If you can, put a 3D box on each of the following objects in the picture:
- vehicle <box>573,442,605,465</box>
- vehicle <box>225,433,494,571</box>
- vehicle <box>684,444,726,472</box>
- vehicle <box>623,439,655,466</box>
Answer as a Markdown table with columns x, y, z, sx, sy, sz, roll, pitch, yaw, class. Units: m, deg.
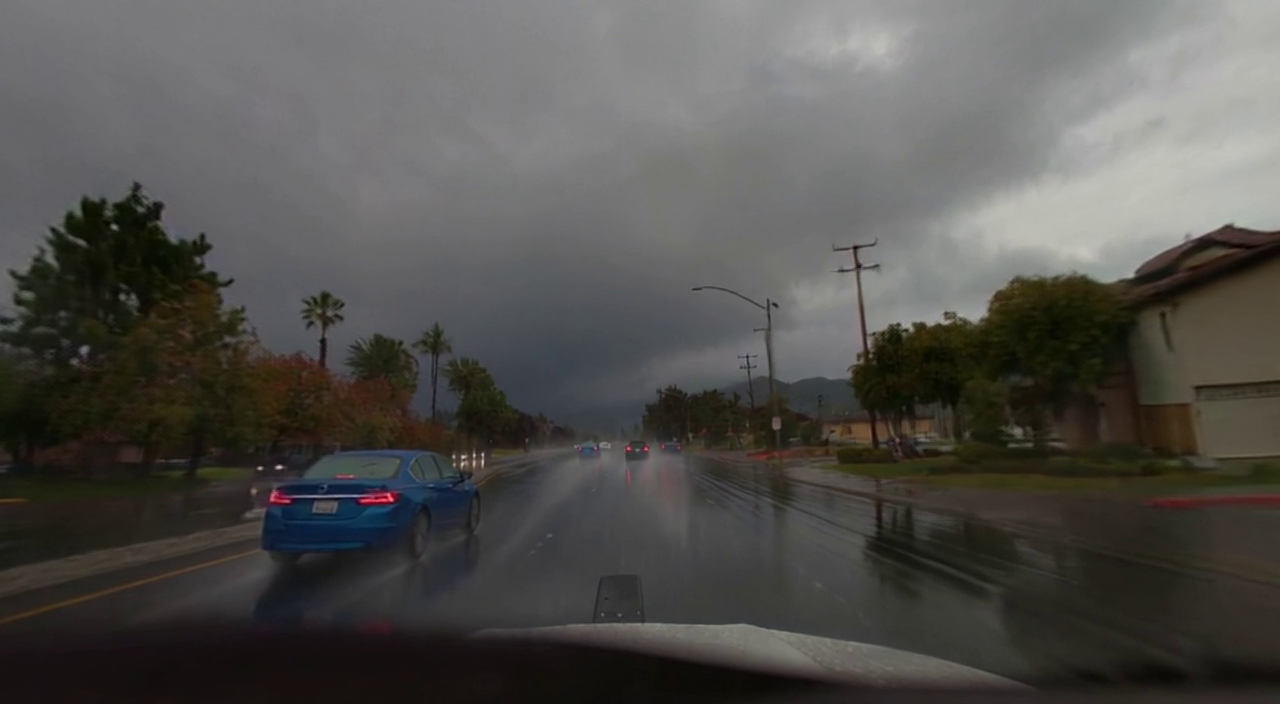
| x | y | z | sx | sy | sz | roll | pitch | yaw | class |
| --- | --- | --- | --- | --- | --- | --- | --- | --- | --- |
| -3.563 | 7.150 | 44.599 | 2.000 | 1.569 | 3.794 | 0 | -8 | -1 | vehicle |
| -3.534 | 1.945 | 9.094 | 1.844 | 1.451 | 4.543 | 0 | -8 | -1 | vehicle |
| 3.609 | 5.993 | 35.975 | 1.830 | 1.451 | 4.009 | 0 | -8 | -2 | vehicle |
| -0.108 | 6.776 | 42.763 | 2.043 | 1.734 | 4.253 | 0 | -8 | -1 | vehicle |
